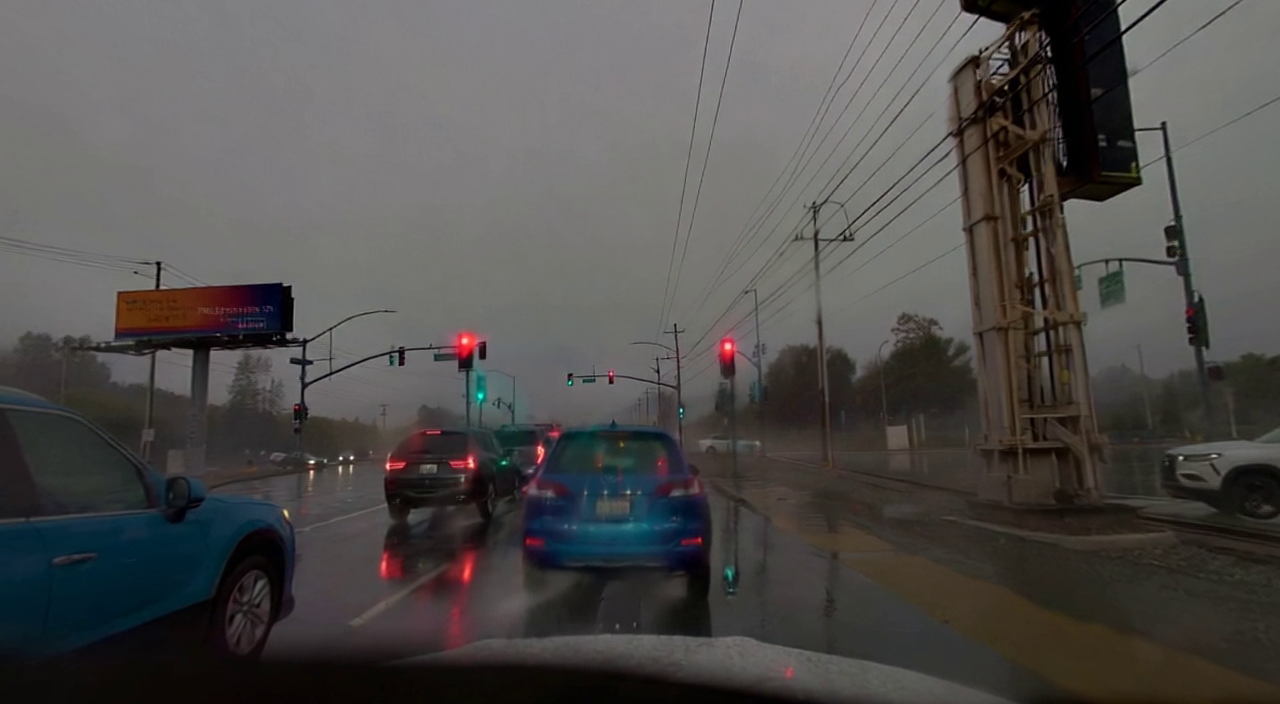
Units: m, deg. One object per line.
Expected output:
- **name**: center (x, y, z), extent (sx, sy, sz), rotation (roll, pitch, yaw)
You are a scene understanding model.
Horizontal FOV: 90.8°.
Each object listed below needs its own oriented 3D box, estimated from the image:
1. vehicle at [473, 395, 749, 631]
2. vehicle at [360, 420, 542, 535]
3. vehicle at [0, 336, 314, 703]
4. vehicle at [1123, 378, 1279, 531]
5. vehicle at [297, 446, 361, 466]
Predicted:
- **vehicle**: center (-0.218, 1.459, 6.553), extent (2.025, 1.723, 3.644), rotation (0, -9, 0)
- **vehicle**: center (-3.134, 2.193, 11.586), extent (1.988, 1.678, 4.317), rotation (0, -9, 0)
- **vehicle**: center (-3.930, 0.863, 2.986), extent (2.052, 1.814, 5.184), rotation (0, -9, -1)
- **vehicle**: center (9.599, 1.309, 8.194), extent (5.060, 1.702, 2.033), rotation (1, -9, -4)
- **vehicle**: center (-24.189, 8.058, 49.077), extent (4.357, 1.444, 1.842), rotation (-3, -9, 19)
